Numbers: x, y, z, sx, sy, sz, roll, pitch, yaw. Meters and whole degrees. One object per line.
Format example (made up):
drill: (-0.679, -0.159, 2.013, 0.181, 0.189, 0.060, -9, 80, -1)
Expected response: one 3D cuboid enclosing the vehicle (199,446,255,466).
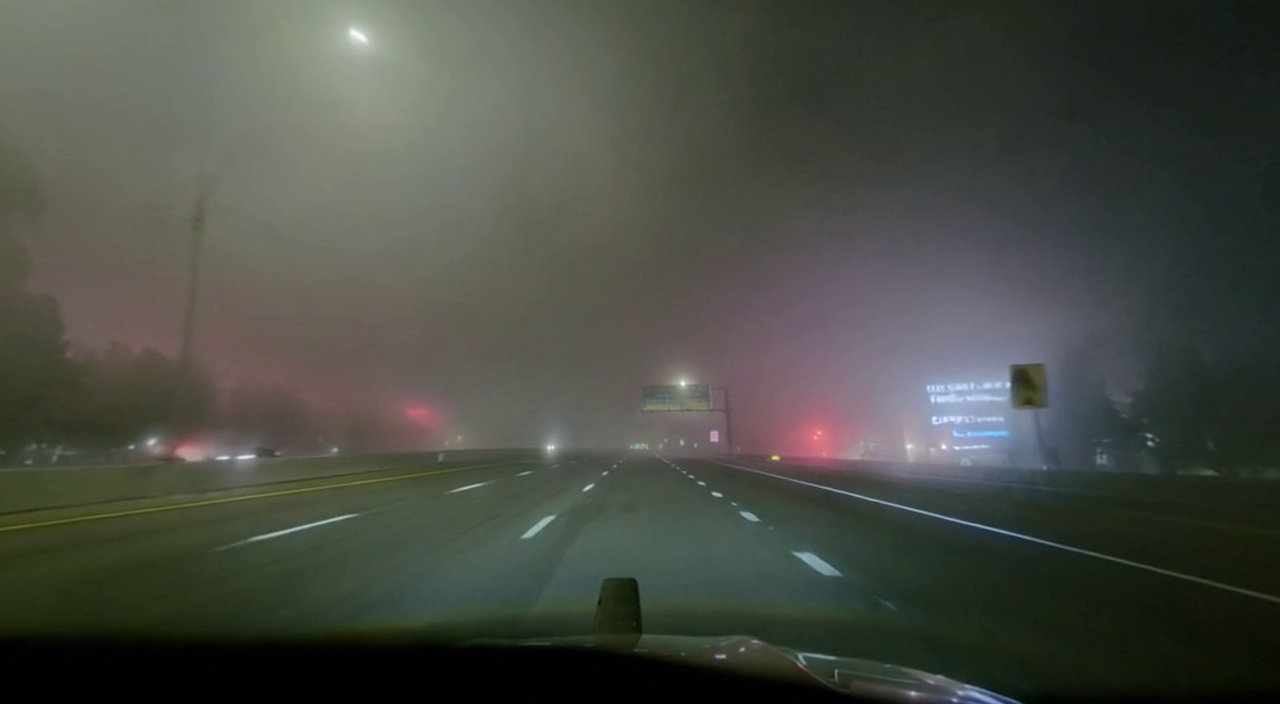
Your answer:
vehicle: (-32.183, 8.117, 49.432, 1.728, 1.454, 3.858, 0, -8, 0)
